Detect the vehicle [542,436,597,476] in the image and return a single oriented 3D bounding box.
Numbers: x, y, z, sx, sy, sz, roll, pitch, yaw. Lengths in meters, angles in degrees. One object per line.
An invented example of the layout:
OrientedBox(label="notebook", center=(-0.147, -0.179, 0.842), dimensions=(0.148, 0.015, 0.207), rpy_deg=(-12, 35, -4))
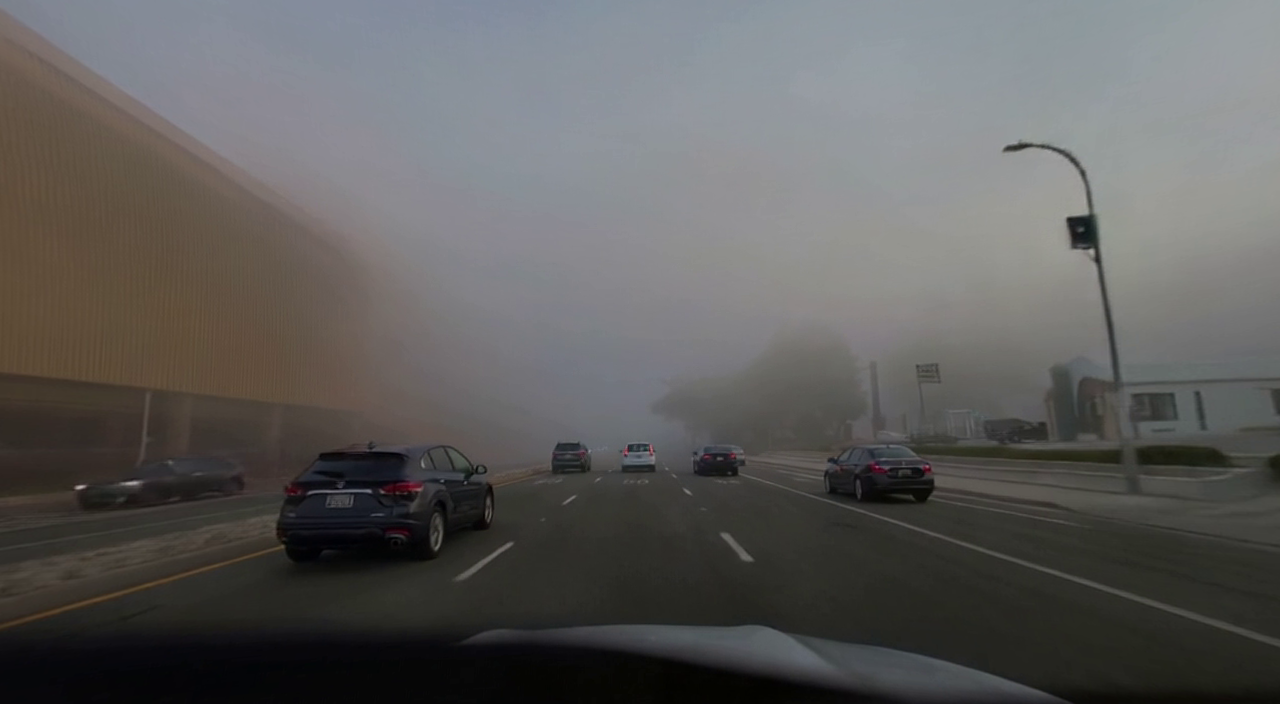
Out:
OrientedBox(label="vehicle", center=(-3.393, 5.078, 31.100), dimensions=(2.117, 1.799, 4.442), rpy_deg=(-1, -9, 1))

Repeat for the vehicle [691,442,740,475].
OrientedBox(label="vehicle", center=(3.483, 5.006, 29.850), dimensions=(1.884, 1.458, 4.245), rpy_deg=(-1, -9, 2))

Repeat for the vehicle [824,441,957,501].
OrientedBox(label="vehicle", center=(6.915, 3.312, 18.033), dimensions=(1.865, 1.458, 4.605), rpy_deg=(0, -9, -1))

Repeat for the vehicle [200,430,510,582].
OrientedBox(label="vehicle", center=(-3.310, 1.877, 8.554), dimensions=(2.095, 1.486, 4.411), rpy_deg=(0, -9, 1))

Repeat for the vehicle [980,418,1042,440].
OrientedBox(label="vehicle", center=(26.566, 5.560, 45.092), dimensions=(4.617, 1.459, 1.819), rpy_deg=(5, -10, -33))

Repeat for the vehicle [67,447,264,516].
OrientedBox(label="vehicle", center=(-14.555, 3.948, 19.885), dimensions=(2.204, 1.855, 5.107), rpy_deg=(0, -9, 0))

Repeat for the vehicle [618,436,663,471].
OrientedBox(label="vehicle", center=(0.005, 5.586, 34.771), dimensions=(2.304, 1.795, 4.526), rpy_deg=(0, -9, 0))
